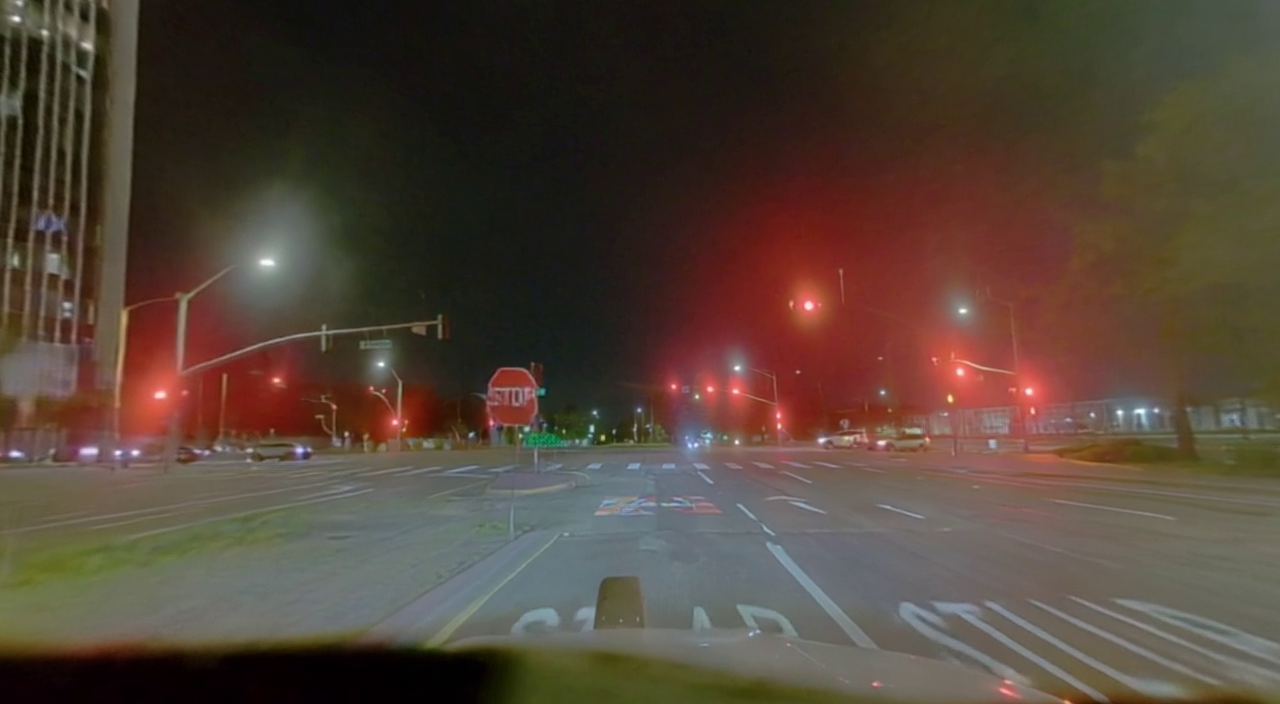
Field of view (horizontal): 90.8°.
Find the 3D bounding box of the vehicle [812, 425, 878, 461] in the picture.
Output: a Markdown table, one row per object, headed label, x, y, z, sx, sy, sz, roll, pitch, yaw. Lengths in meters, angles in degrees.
| label | x | y | z | sx | sy | sz | roll | pitch | yaw |
| --- | --- | --- | --- | --- | --- | --- | --- | --- | --- |
| vehicle | 11.364 | 5.105 | 35.366 | 2.156 | 1.881 | 4.743 | 0 | -8 | 1 |
